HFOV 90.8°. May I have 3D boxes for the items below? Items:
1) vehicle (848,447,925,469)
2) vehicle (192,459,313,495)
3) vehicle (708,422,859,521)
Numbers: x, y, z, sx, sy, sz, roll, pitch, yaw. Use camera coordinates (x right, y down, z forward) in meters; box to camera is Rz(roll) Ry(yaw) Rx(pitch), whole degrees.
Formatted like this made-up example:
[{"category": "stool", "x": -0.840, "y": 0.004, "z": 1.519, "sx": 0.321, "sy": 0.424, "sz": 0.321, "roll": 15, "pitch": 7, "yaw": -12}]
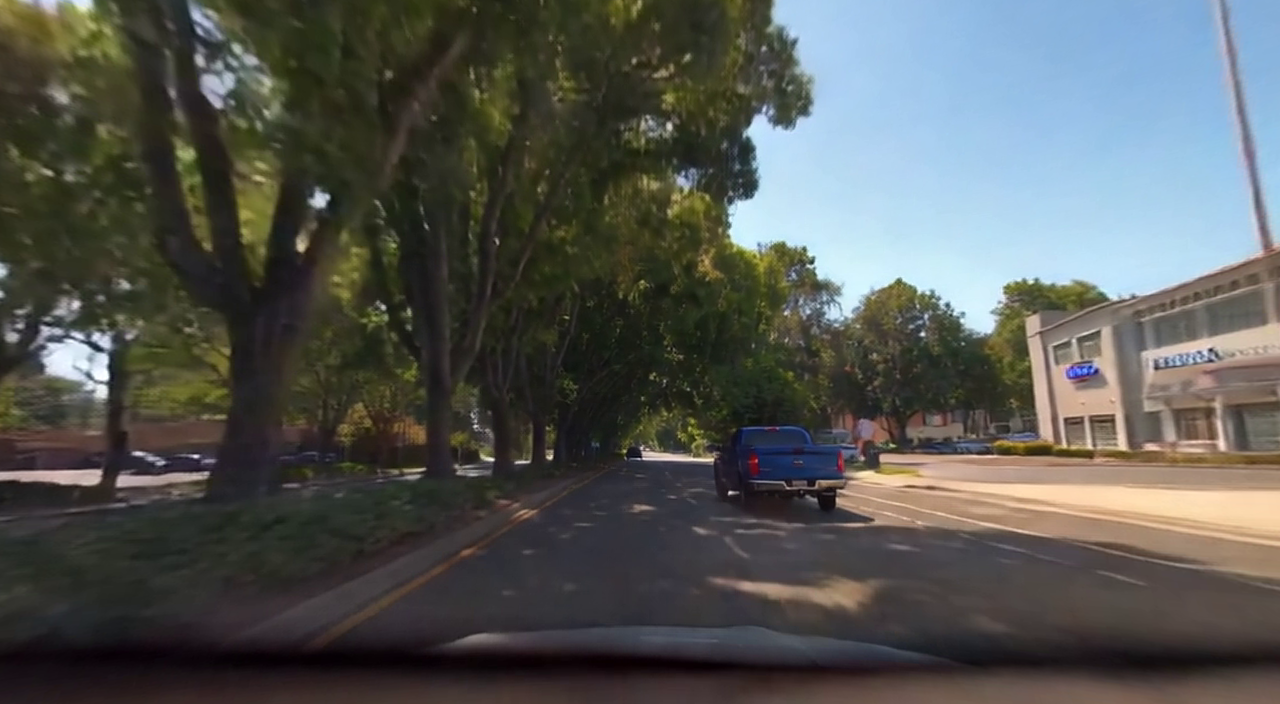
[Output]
[{"category": "vehicle", "x": 16.826, "y": 7.215, "z": 43.112, "sx": 4.721, "sy": 1.462, "sz": 2.028, "roll": -4, "pitch": -10, "yaw": 25}, {"category": "vehicle", "x": -20.865, "y": 6.742, "z": 34.161, "sx": 5.074, "sy": 1.804, "sz": 2.283, "roll": -1, "pitch": -9, "yaw": 6}, {"category": "vehicle", "x": 2.970, "y": 2.633, "z": 14.514, "sx": 2.138, "sy": 1.836, "sz": 5.245, "roll": 0, "pitch": -9, "yaw": -1}]
